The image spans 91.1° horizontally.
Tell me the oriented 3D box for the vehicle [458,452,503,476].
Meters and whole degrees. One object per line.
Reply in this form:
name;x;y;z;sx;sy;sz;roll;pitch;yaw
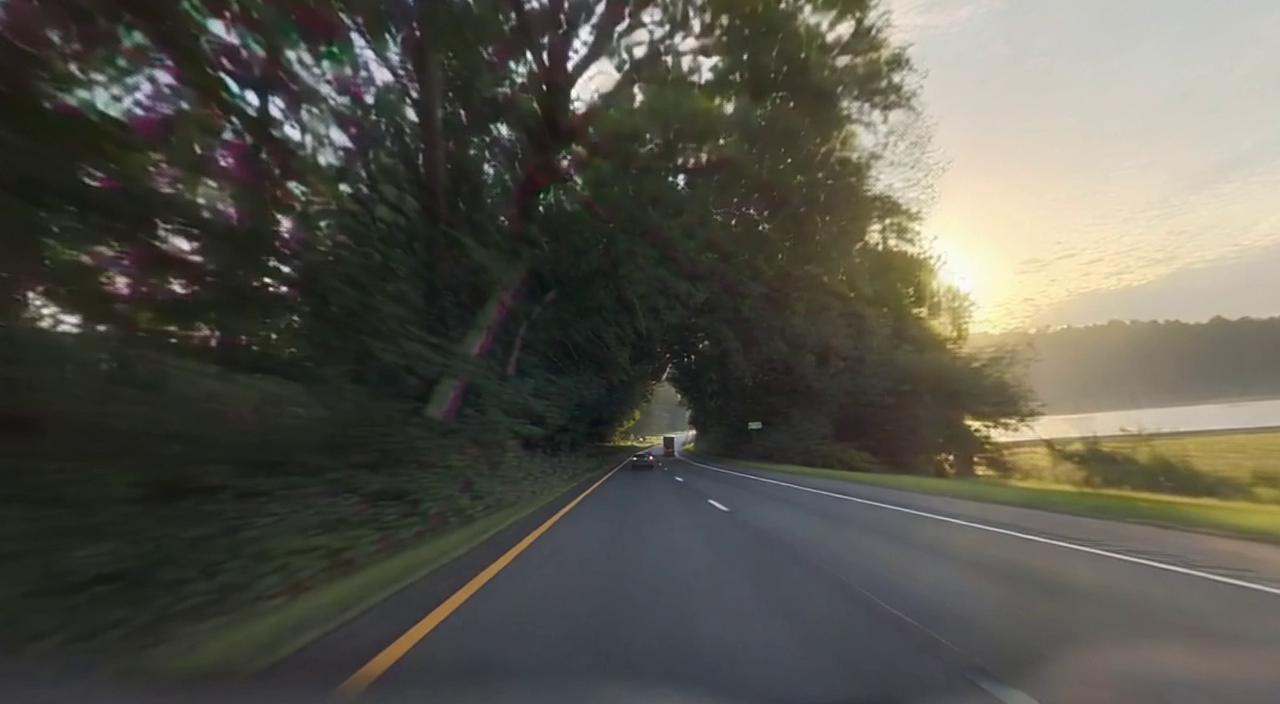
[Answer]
vehicle;-11.914;8.412;47.285;2.244;1.653;4.539;-1;-9;0
